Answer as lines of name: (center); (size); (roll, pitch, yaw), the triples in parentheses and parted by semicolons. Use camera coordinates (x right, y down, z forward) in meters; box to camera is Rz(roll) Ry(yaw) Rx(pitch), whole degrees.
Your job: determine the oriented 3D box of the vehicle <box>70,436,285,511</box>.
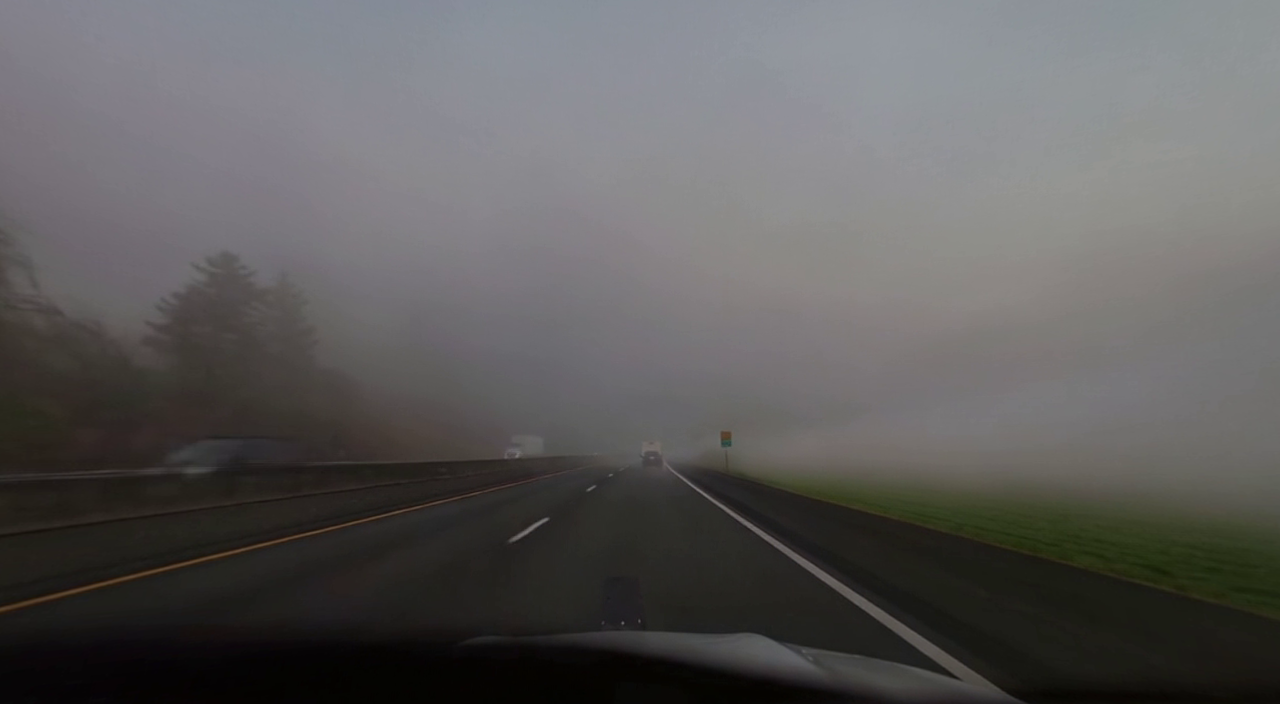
vehicle: (-12.564, 3.313, 17.729); (2.059, 1.763, 5.143); (0, -9, 1)
